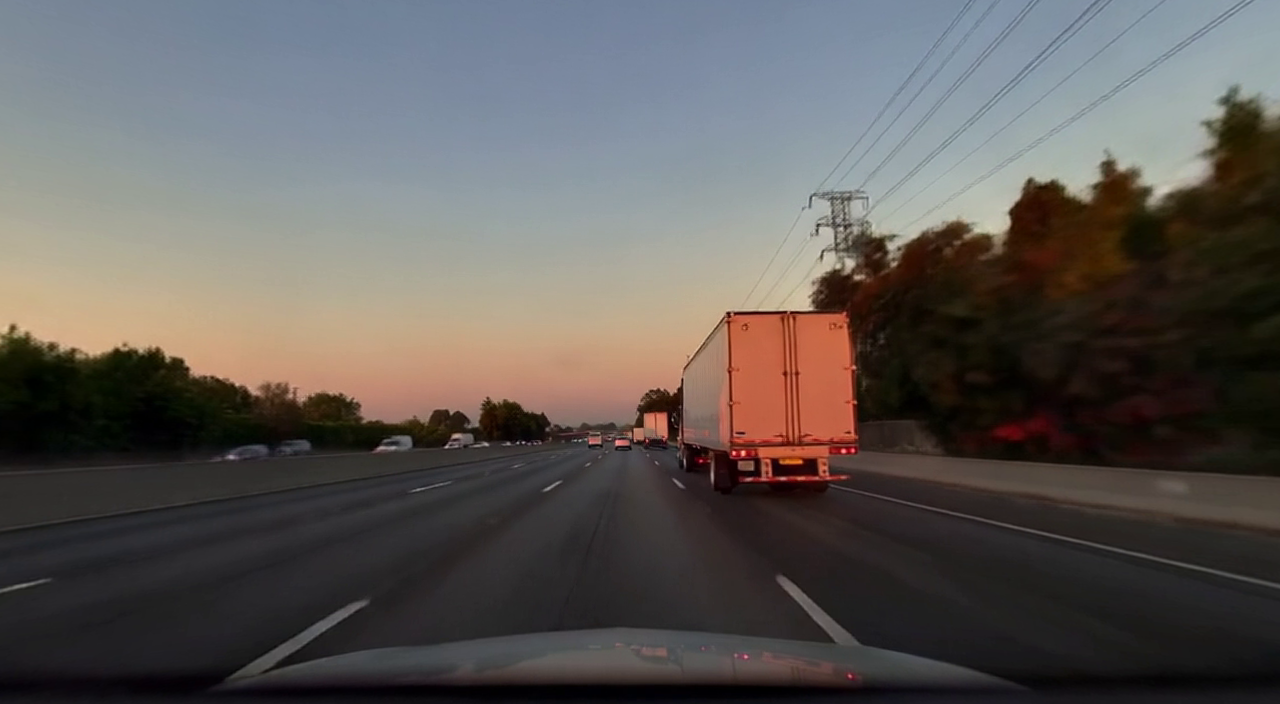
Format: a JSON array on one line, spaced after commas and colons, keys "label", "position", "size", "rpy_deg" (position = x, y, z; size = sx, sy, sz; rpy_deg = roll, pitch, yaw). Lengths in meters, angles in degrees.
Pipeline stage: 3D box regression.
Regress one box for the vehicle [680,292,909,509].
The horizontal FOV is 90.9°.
[{"label": "vehicle", "position": [3.304, 1.821, 18.889], "size": [2.905, 4.080, 14.157], "rpy_deg": [0, -8, -2]}]
